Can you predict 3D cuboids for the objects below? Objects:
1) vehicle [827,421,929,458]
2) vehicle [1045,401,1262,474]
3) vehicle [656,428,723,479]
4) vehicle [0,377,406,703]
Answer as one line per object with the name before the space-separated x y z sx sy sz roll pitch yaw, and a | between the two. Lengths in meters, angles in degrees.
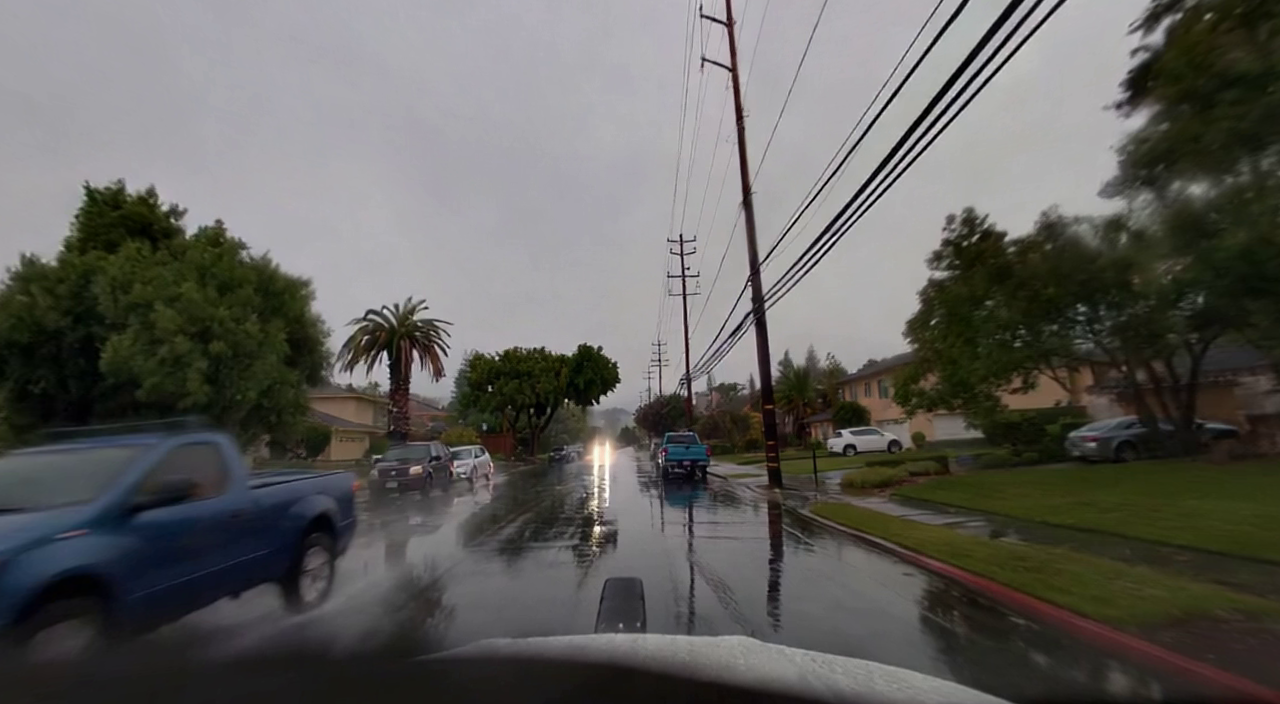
vehicle | 13.226 4.900 35.364 4.778 1.903 2.205 -1 -8 -3
vehicle | 15.702 2.642 19.563 4.709 1.785 2.229 -4 -7 -2
vehicle | 2.067 4.532 28.490 2.437 2.015 6.511 0 -9 -1
vehicle | -3.863 1.349 5.477 1.977 1.785 4.542 0 -9 -1
